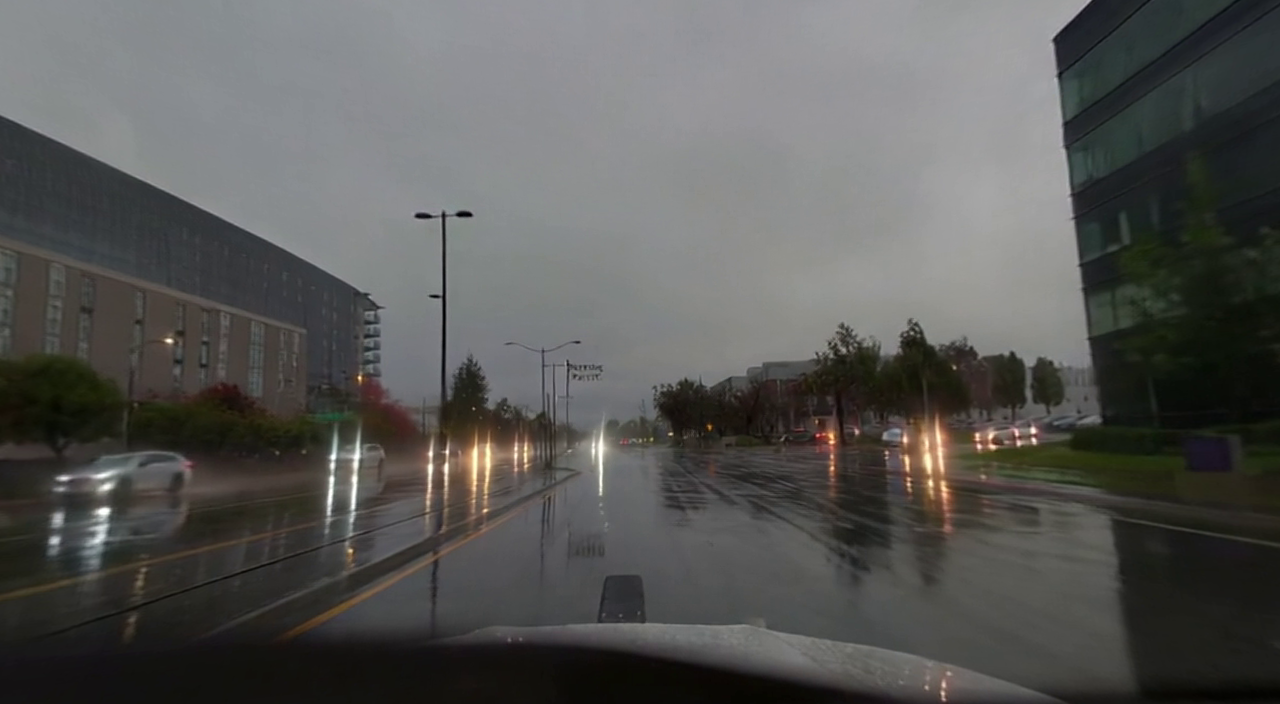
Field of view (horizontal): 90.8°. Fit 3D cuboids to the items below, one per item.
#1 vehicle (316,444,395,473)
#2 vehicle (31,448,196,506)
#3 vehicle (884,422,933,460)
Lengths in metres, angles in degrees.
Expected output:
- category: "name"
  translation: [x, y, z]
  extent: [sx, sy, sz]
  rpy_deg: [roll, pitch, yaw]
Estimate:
- category: "vehicle"
  translation: [-18.495, 6.956, 41.493]
  extent: [2.575, 1.738, 5.473]
  rpy_deg: [0, -8, 1]
- category: "vehicle"
  translation: [-18.514, 4.358, 22.578]
  extent: [1.980, 1.732, 4.498]
  rpy_deg: [-3, -8, 1]
- category: "vehicle"
  translation: [16.986, 5.672, 40.091]
  extent: [1.686, 2.284, 3.164]
  rpy_deg: [0, -9, 1]
